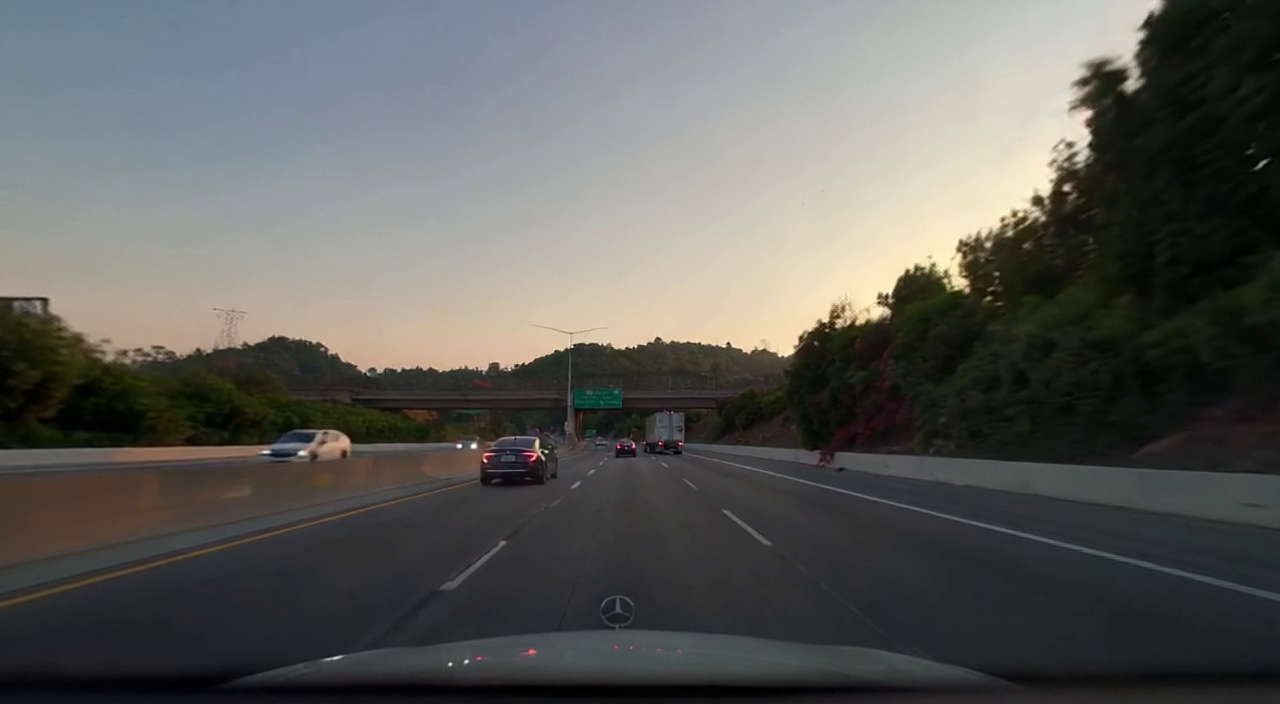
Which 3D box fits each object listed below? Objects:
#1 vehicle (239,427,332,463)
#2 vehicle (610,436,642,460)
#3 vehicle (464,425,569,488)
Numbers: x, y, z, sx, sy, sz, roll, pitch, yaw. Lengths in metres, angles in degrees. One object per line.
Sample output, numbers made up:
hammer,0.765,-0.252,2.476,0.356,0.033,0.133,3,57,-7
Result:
vehicle,-16.575,4.385,29.672,2.000,1.563,4.188,0,-8,-1
vehicle,-0.956,6.637,43.627,2.125,1.542,3.816,0,-8,-1
vehicle,-3.740,3.268,20.053,2.377,1.747,4.703,0,-8,0
